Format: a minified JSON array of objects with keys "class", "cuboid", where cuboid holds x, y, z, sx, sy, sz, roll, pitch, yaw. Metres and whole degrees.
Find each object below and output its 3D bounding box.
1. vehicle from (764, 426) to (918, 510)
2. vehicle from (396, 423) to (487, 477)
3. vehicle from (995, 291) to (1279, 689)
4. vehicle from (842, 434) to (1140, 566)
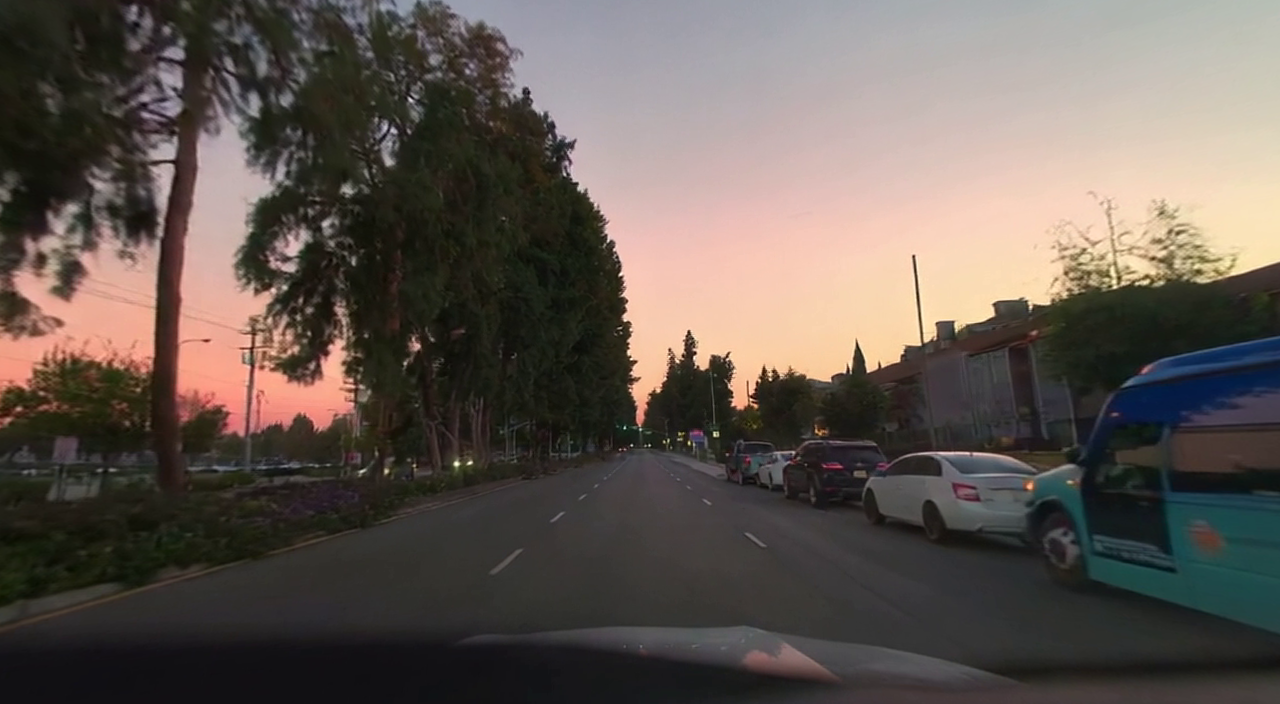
[{"class":"vehicle","cuboid":[4.524,2.695,15.173,2.028,1.660,4.705,0,-8,-2]},{"class":"vehicle","cuboid":[-14.691,7.467,48.225,3.021,3.520,12.558,0,-9,-1]},{"class":"vehicle","cuboid":[4.628,0.660,2.892,2.351,2.125,6.230,0,-8,0]},{"class":"vehicle","cuboid":[4.737,2.025,9.524,1.908,1.472,4.541,0,-8,0]}]
